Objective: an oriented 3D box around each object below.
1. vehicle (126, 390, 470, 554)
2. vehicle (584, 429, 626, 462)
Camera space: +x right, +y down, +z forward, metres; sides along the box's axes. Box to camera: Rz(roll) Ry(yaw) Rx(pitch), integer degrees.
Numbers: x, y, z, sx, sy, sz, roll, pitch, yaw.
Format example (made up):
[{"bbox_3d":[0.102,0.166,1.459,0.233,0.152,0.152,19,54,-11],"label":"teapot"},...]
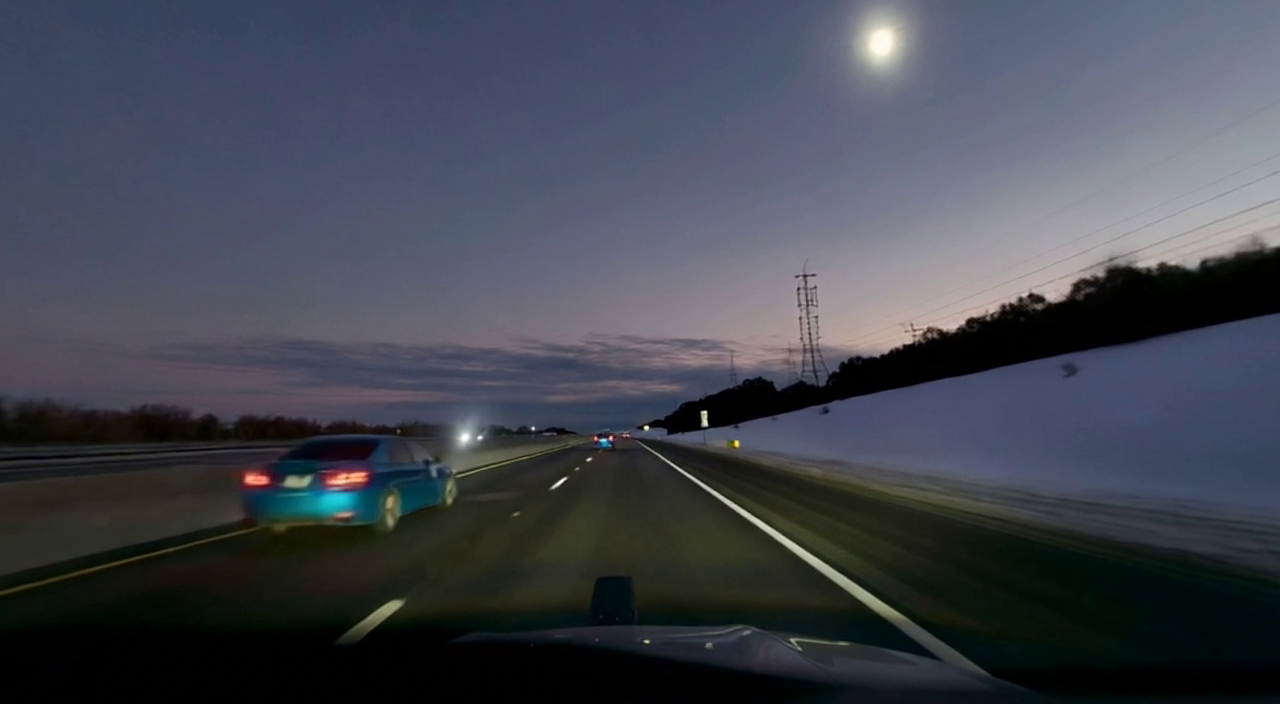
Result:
[{"bbox_3d":[-4.293,1.611,9.253,2.189,1.704,5.205,0,-8,-1],"label":"vehicle"},{"bbox_3d":[-1.698,4.665,31.574,1.999,1.536,3.969,0,-8,-1],"label":"vehicle"}]
